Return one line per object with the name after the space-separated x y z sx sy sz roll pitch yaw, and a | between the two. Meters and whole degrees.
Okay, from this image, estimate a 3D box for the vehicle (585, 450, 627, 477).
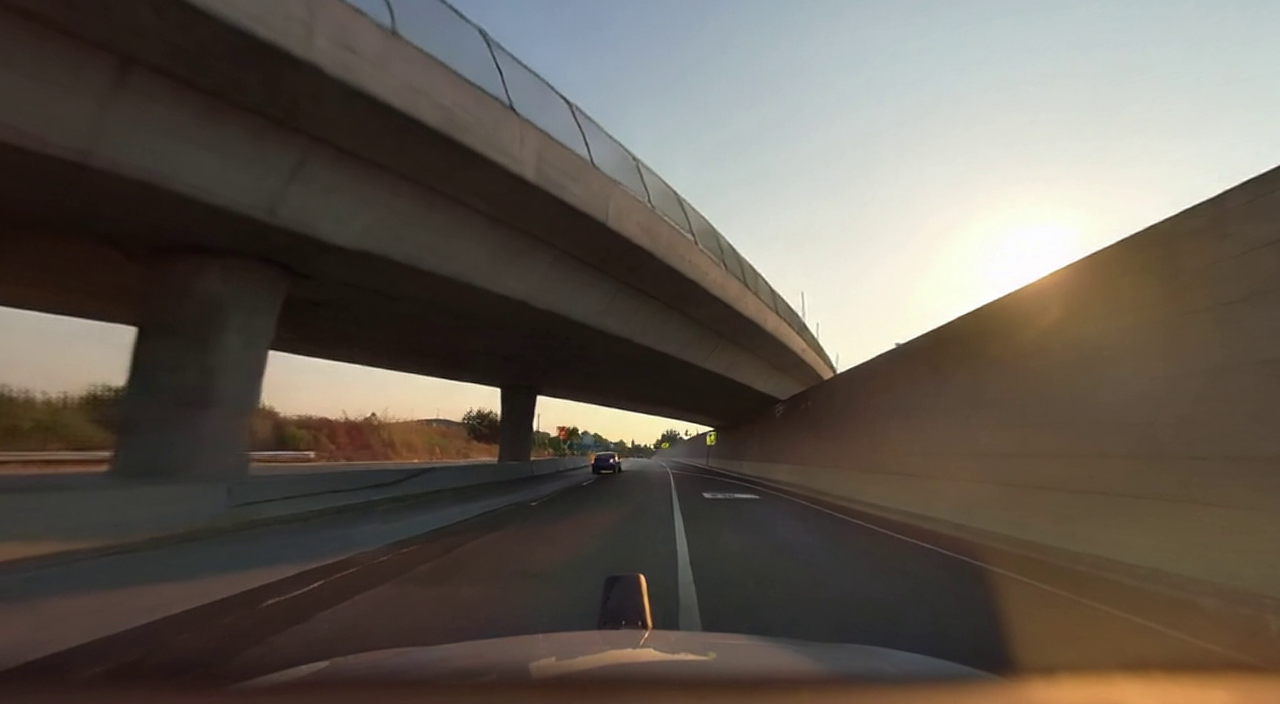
-2.105 7.175 40.814 2.172 1.587 4.518 -1 -9 4 | vehicle
